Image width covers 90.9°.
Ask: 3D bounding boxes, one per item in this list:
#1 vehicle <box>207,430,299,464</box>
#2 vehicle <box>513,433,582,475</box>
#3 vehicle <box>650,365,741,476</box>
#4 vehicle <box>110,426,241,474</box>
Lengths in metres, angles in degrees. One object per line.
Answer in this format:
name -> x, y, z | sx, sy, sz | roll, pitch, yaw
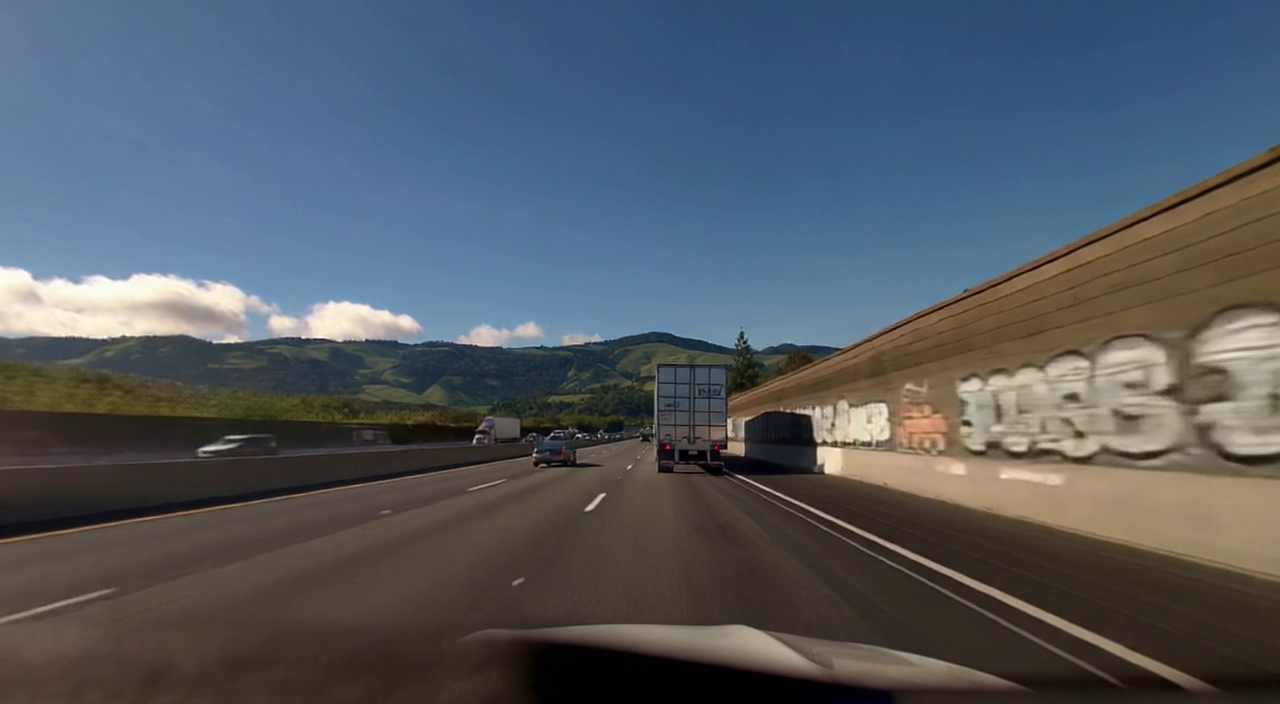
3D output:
vehicle -> -17.382, 4.264, 28.513 | 1.751, 1.411, 3.738 | 0, -8, 0
vehicle -> -3.668, 4.111, 25.797 | 1.982, 1.535, 4.519 | 0, -8, 2
vehicle -> 1.967, 3.035, 26.819 | 2.921, 3.765, 10.773 | 0, -8, 0
vehicle -> -13.839, 2.915, 19.021 | 1.451, 1.315, 3.210 | 0, -8, 1
